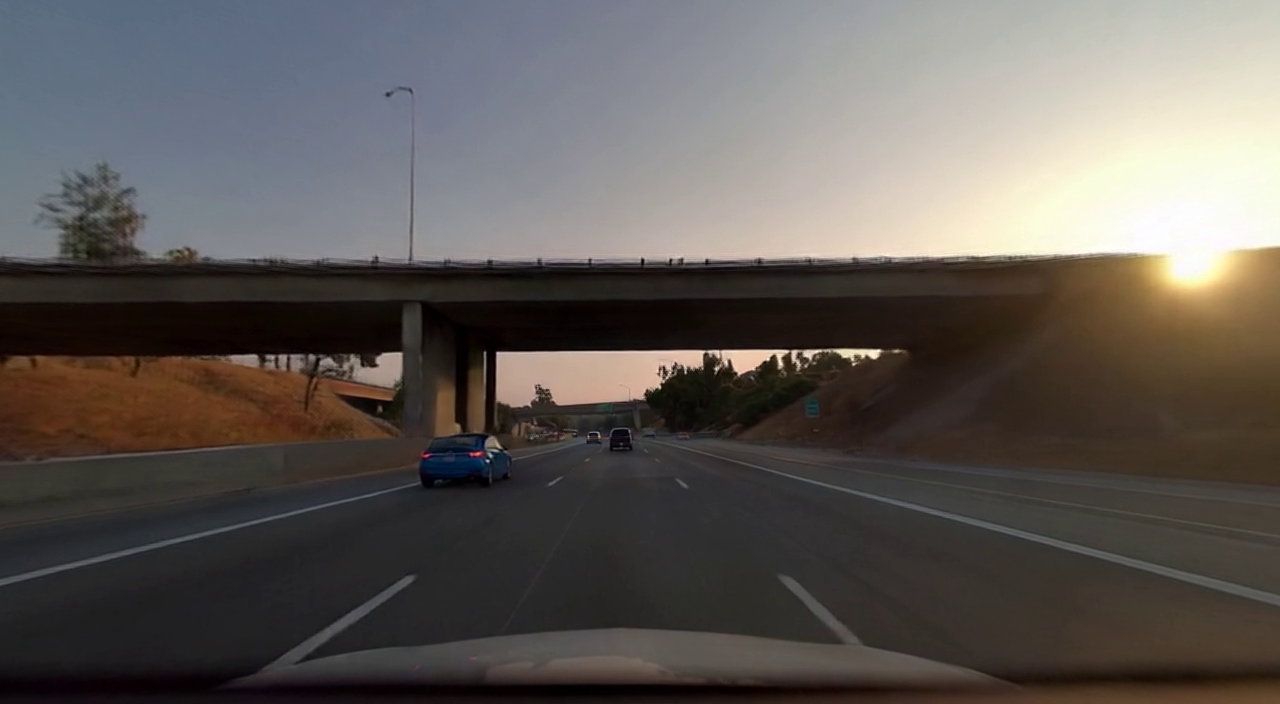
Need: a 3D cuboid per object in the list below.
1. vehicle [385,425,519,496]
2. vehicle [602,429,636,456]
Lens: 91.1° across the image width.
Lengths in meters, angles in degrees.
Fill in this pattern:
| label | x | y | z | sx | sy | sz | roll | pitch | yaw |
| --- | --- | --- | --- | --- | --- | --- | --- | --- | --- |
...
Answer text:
| label | x | y | z | sx | sy | sz | roll | pitch | yaw |
| --- | --- | --- | --- | --- | --- | --- | --- | --- | --- |
| vehicle | -4.521 | 2.670 | 15.952 | 2.017 | 1.537 | 4.496 | 0 | -8 | 0 |
| vehicle | -1.314 | 5.938 | 41.368 | 2.116 | 1.625 | 4.004 | 0 | -8 | 0 |
